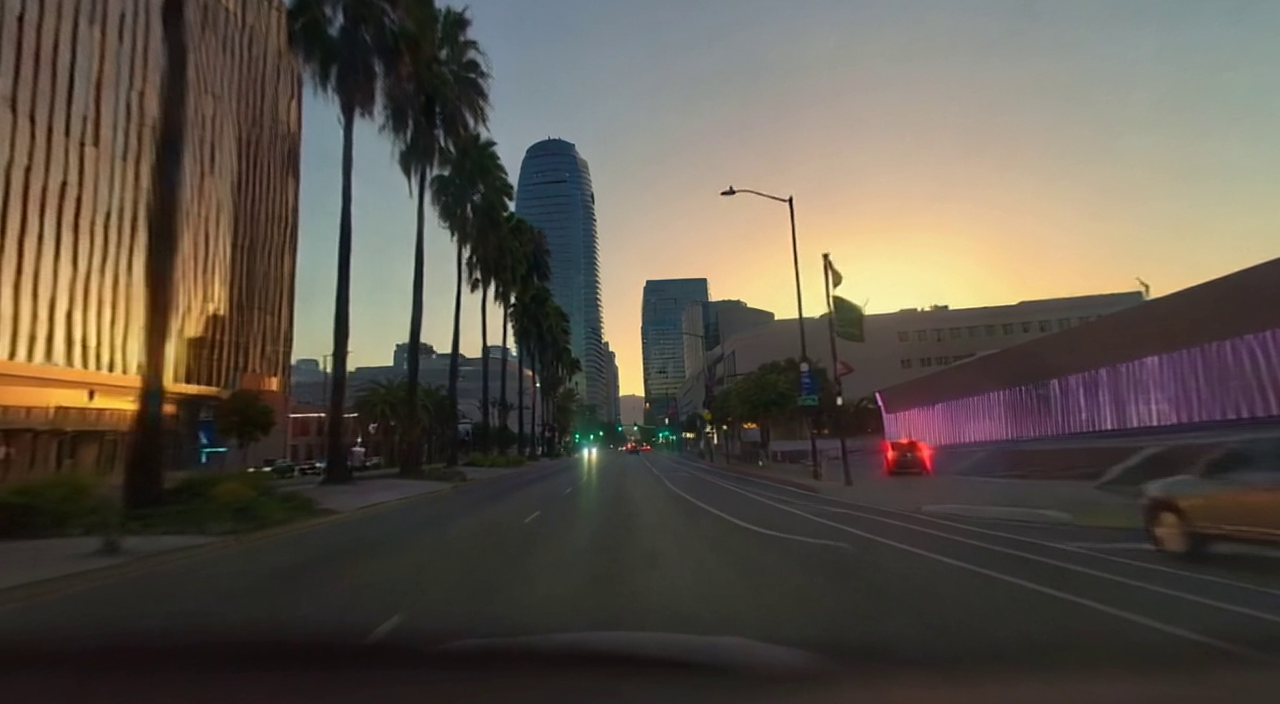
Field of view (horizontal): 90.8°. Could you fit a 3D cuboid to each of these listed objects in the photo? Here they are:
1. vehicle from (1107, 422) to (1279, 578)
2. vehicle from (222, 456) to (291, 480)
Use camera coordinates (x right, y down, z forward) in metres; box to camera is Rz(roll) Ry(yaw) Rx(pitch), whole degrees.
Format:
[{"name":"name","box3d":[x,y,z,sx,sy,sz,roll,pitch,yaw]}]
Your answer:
[{"name":"vehicle","box3d":[7.143,1.400,5.943,1.919,1.499,4.779,-1,-9,2]},{"name":"vehicle","box3d":[-25.341,7.663,41.945,2.080,1.457,4.424,0,-9,-4]}]
